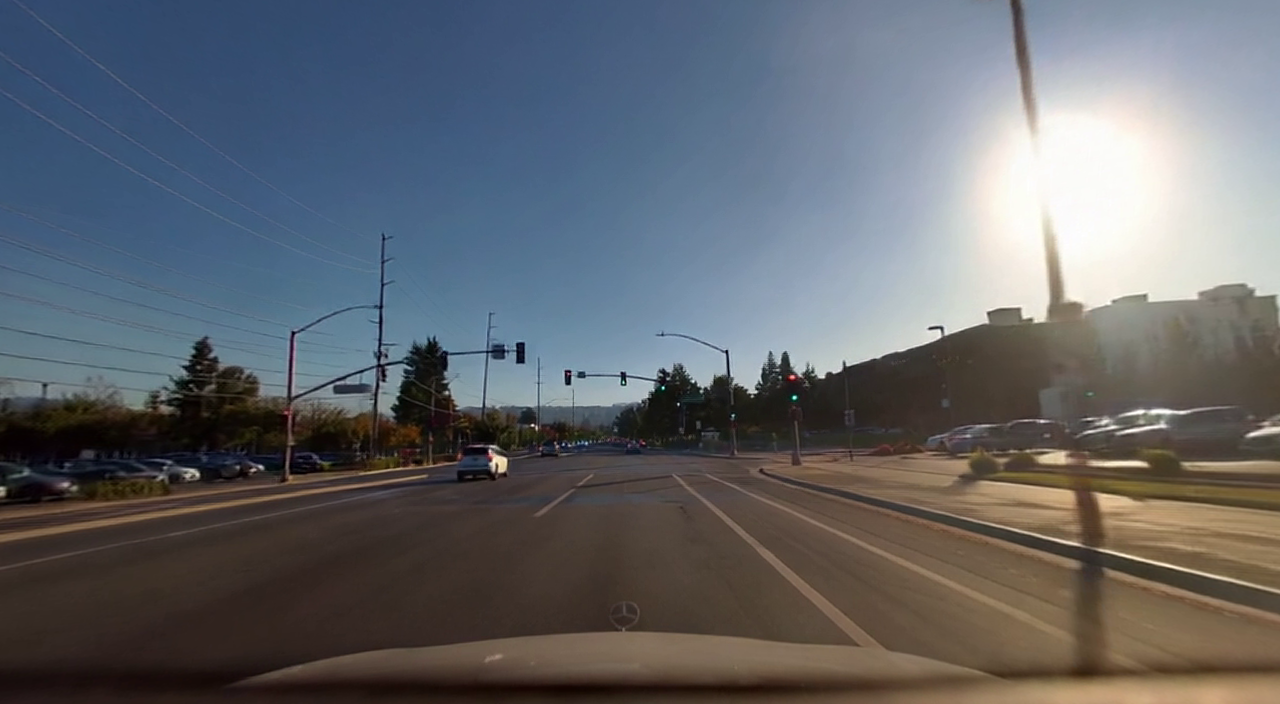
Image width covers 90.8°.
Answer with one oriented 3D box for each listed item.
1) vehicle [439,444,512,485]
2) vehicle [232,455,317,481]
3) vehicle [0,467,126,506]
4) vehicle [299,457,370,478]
[{"bbox_3d":[-6.398,4.409,25.100,1.928,1.451,4.219,0,-9,-3],"label":"vehicle"},{"bbox_3d":[-25.665,8.123,44.432,4.722,1.741,2.142,-1,-9,7],"label":"vehicle"},{"bbox_3d":[-24.700,5.612,26.534,4.403,1.465,1.928,0,-9,-3],"label":"vehicle"},{"bbox_3d":[-22.716,8.602,47.100,4.298,1.466,1.921,-1,-9,3],"label":"vehicle"}]
